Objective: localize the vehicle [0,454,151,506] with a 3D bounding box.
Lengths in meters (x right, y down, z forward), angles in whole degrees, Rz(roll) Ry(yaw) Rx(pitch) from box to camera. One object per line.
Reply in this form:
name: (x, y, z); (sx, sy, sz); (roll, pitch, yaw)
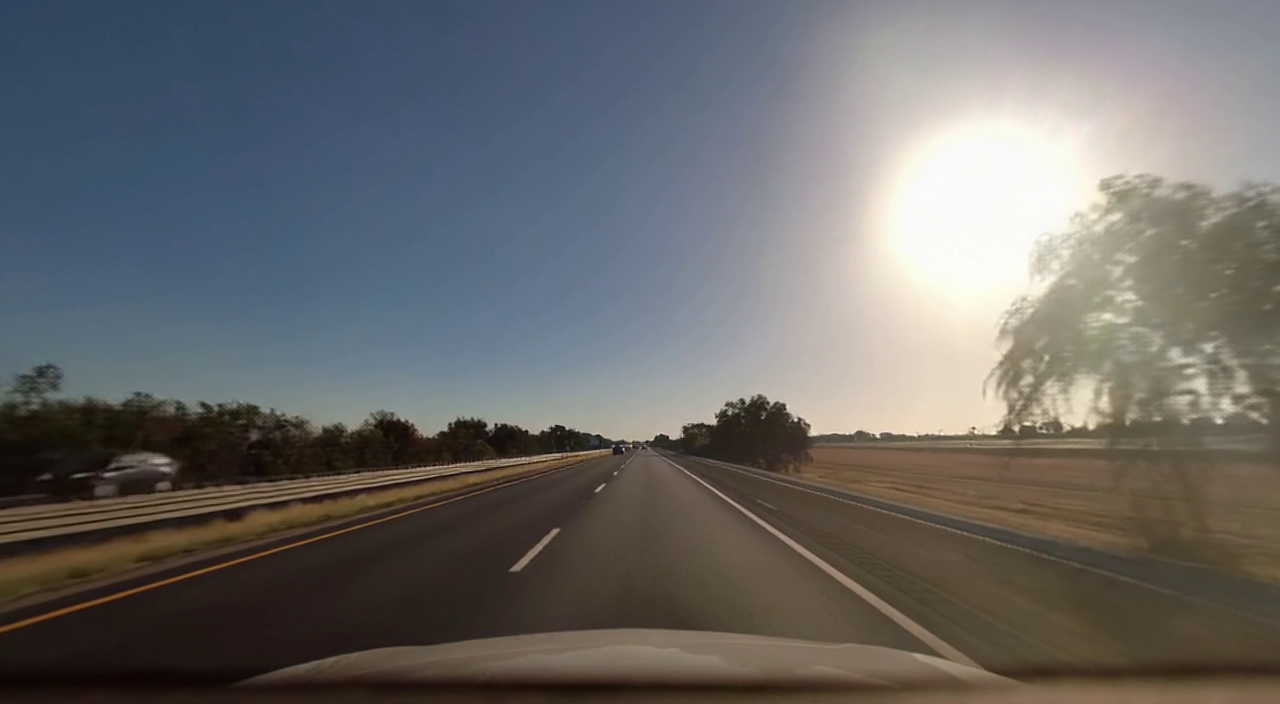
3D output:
vehicle: (-19.140, 4.189, 21.085); (1.878, 1.448, 4.573); (0, -9, 1)
